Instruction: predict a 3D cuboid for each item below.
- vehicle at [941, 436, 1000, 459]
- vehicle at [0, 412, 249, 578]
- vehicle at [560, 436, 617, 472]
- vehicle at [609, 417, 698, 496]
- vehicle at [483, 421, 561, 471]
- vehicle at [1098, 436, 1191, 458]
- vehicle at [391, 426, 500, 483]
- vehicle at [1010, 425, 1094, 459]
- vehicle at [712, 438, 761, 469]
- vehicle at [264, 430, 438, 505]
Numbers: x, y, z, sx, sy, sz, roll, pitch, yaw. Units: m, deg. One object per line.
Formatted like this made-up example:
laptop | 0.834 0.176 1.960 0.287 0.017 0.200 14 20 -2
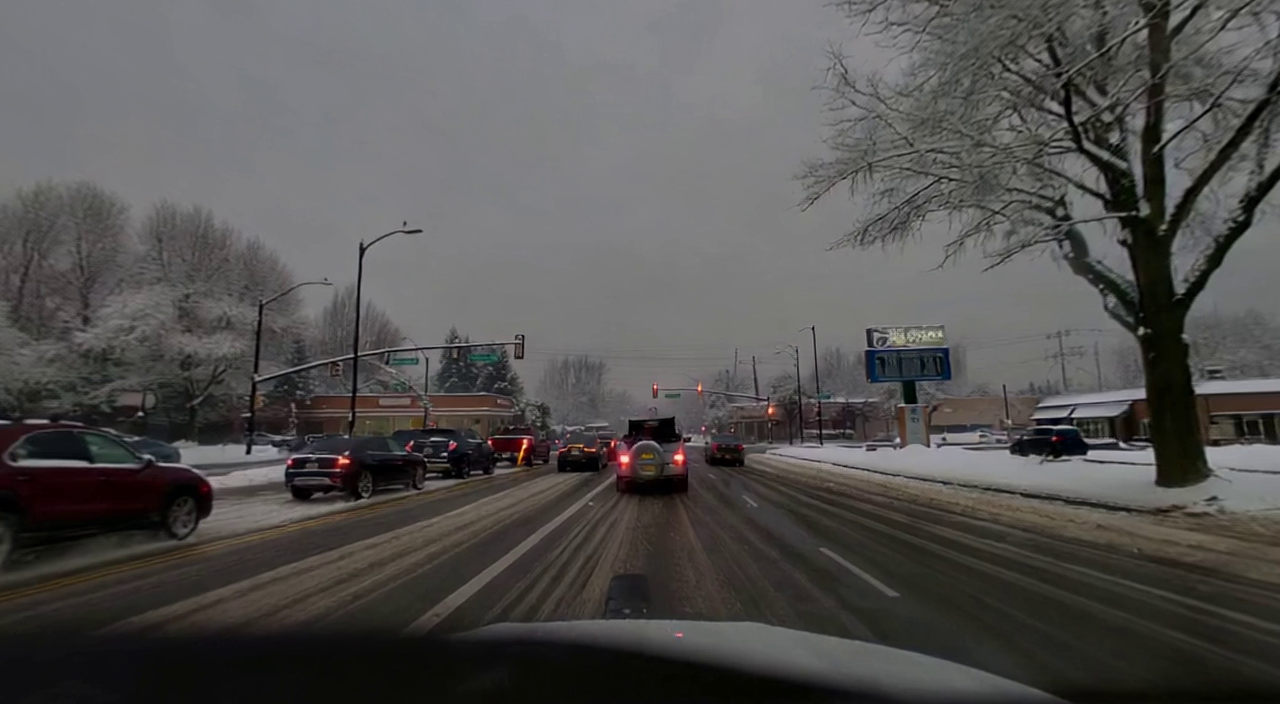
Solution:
vehicle | 21.979 6.345 41.903 3.836 1.443 1.694 5 -10 -32
vehicle | -6.783 1.499 7.064 1.901 1.510 4.367 0 -8 1
vehicle | -2.195 4.522 28.075 1.894 1.461 4.080 -1 -8 4
vehicle | 0.367 2.749 16.886 2.064 1.817 4.298 0 -8 2
vehicle | -5.290 4.310 29.008 2.496 2.112 4.351 -1 -8 4
vehicle | 31.146 5.846 38.968 4.176 1.313 1.719 0 -8 3
vehicle | -6.259 3.361 20.910 1.941 1.655 4.503 0 -8 3
vehicle | 20.769 4.547 31.768 4.156 1.622 1.924 6 -10 -33
vehicle | 4.769 5.081 31.818 2.023 1.441 4.240 0 -8 3
vehicle | -6.399 2.594 14.632 1.831 1.451 4.382 0 -8 2
